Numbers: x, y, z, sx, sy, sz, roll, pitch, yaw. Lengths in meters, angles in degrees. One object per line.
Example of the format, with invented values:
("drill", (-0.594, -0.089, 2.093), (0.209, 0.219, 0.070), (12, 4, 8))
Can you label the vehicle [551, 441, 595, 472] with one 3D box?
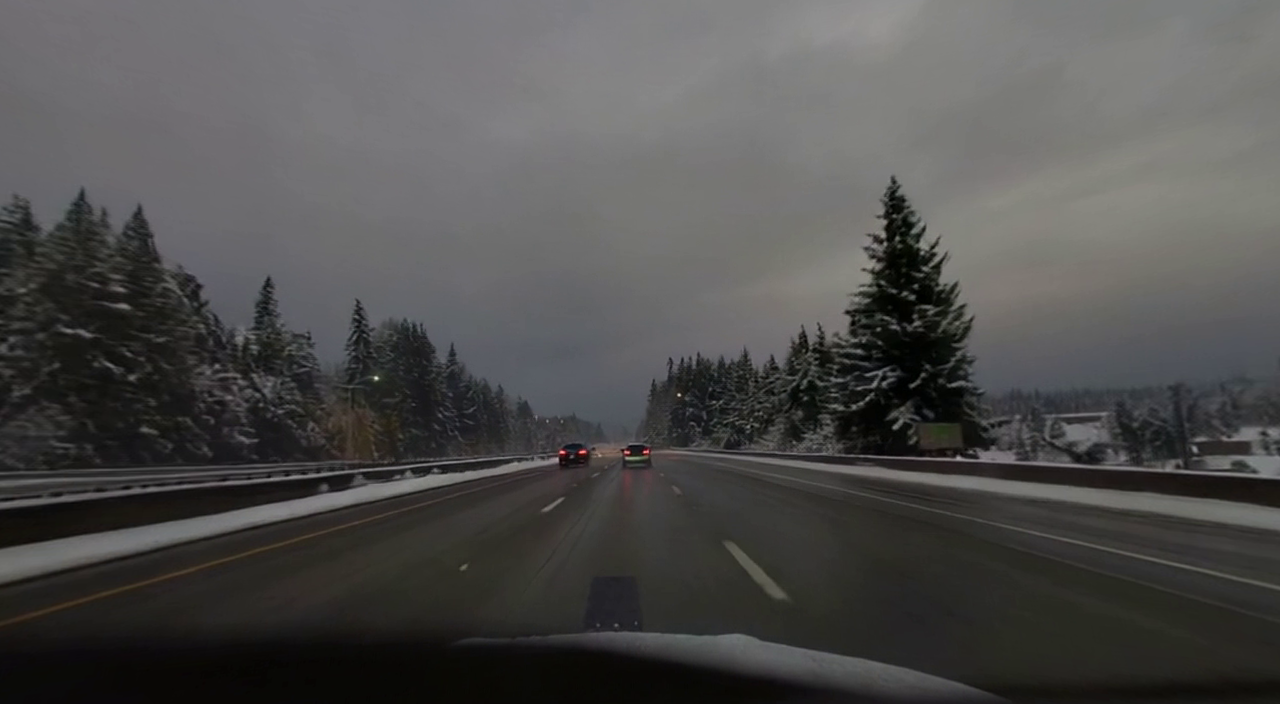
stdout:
("vehicle", (-3.981, 6.288, 38.201), (2.130, 1.741, 4.665), (0, -8, 1))

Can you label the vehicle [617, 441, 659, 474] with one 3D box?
("vehicle", (-0.095, 5.704, 34.184), (2.130, 1.684, 3.826), (0, -8, 0))
